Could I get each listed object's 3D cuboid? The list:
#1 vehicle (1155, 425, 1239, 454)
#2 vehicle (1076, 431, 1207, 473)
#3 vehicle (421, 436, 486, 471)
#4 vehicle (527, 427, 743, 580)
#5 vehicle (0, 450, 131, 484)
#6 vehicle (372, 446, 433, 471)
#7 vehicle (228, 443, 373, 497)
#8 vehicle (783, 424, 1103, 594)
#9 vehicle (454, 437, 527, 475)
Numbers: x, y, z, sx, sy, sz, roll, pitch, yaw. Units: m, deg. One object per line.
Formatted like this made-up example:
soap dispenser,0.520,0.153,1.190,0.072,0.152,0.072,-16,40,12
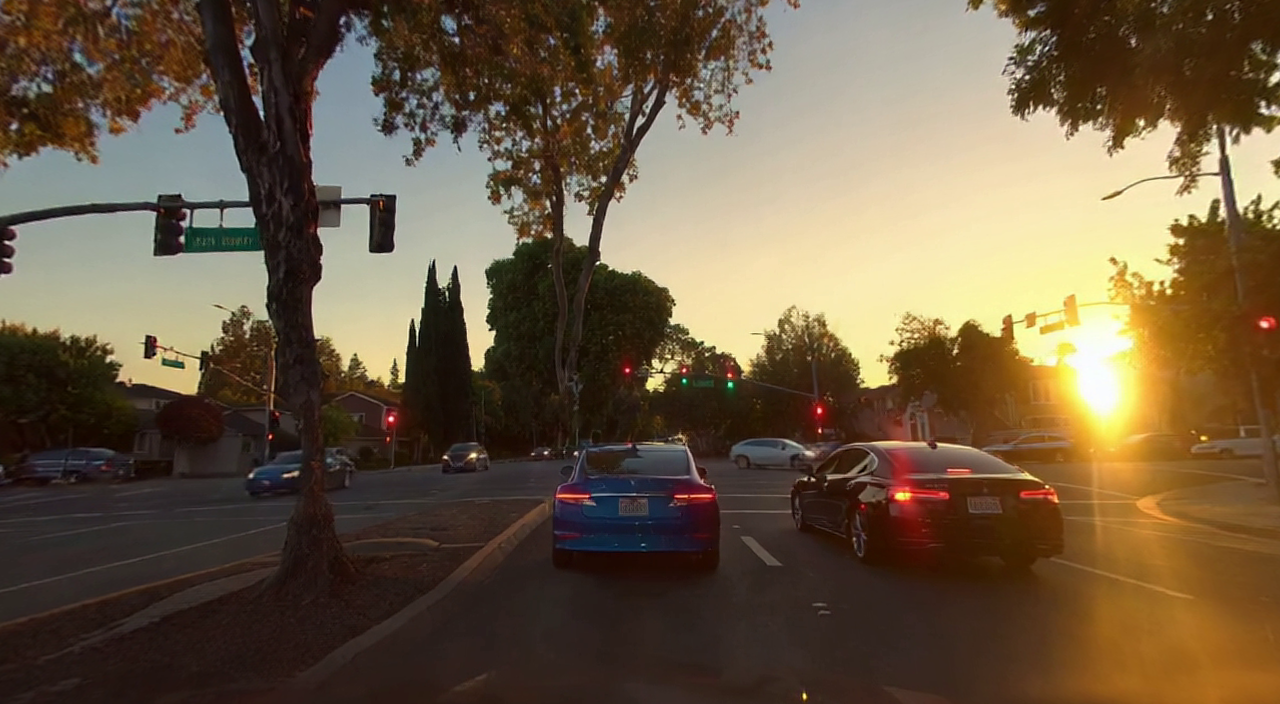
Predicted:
vehicle,41.684,6.580,47.356,4.388,2.079,1.960,0,-8,-3
vehicle,23.962,4.774,30.299,4.520,1.762,2.005,-1,-8,-1
vehicle,-11.039,6.030,37.805,2.376,1.916,4.899,0,-8,0
vehicle,-0.064,1.783,8.258,2.103,1.478,4.073,0,-8,-1
vehicle,-28.131,5.609,31.042,4.538,1.591,1.949,0,-8,1
vehicle,-16.864,7.589,45.132,1.893,1.658,4.474,-2,-9,11
vehicle,-11.375,3.966,21.724,2.102,1.531,5.072,-2,-9,2
vehicle,3.183,1.716,7.772,1.913,1.505,4.097,0,-8,0
vehicle,-7.437,5.224,32.001,2.383,1.779,4.973,0,-8,1
